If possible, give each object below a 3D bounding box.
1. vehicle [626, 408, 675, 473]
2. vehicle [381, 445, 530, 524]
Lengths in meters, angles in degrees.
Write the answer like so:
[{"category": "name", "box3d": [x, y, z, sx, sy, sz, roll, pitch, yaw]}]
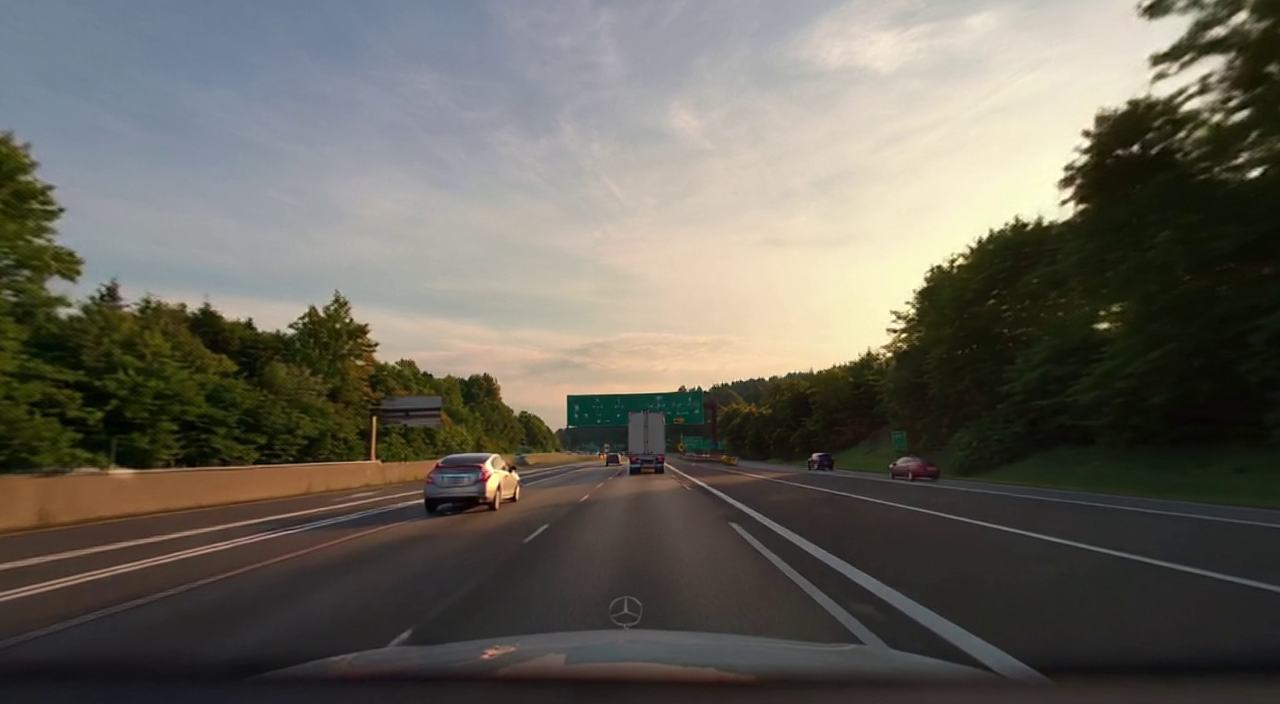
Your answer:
[{"category": "vehicle", "box3d": [0.679, 6.311, 44.669, 3.022, 4.072, 10.318, 0, -9, 0]}, {"category": "vehicle", "box3d": [-3.844, 2.824, 14.065, 1.931, 1.466, 4.458, 0, -9, 1]}]
